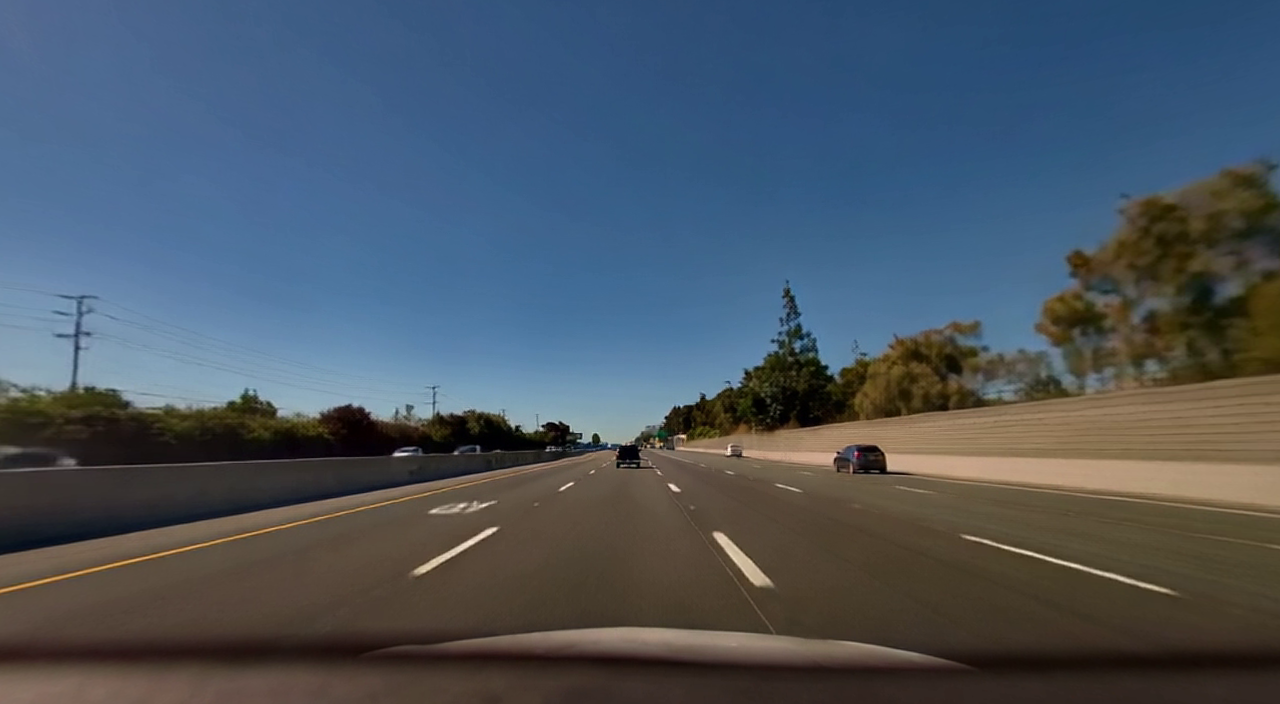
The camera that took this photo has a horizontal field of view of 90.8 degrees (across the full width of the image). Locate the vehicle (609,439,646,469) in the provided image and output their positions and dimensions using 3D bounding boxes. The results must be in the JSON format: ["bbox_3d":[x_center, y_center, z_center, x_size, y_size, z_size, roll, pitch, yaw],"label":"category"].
[{"bbox_3d":[-0.768,6.181,38.434,2.121,1.739,4.087,0,-9,-1],"label":"vehicle"}]

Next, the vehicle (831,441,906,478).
[{"bbox_3d":[11.113,5.226,31.097,1.912,1.673,4.438,0,-9,-1],"label":"vehicle"}]
